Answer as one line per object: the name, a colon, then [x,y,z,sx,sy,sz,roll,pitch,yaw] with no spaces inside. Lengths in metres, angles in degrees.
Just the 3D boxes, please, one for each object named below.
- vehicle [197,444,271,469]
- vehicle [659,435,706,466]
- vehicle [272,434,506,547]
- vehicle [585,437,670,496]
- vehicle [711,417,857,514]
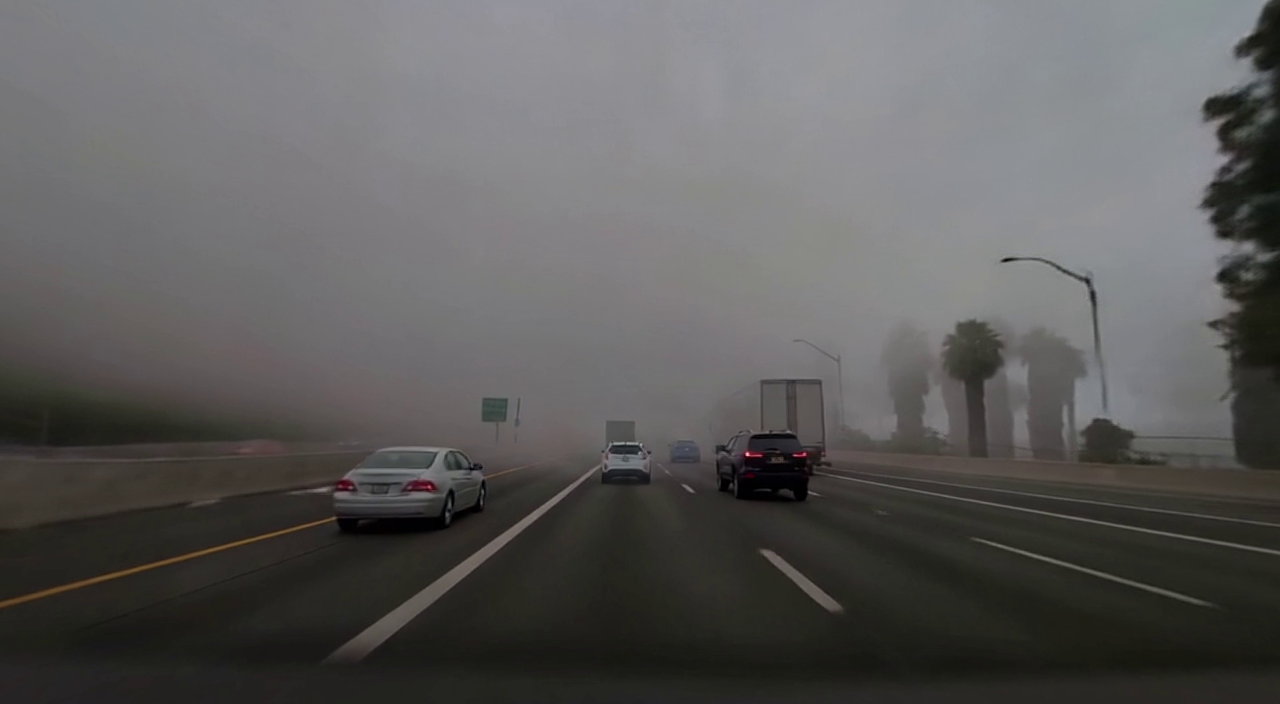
vehicle: [-26.379,6.762,41.073,1.883,1.473,4.766,0,-8,-3]
vehicle: [2.625,6.295,40.432,2.476,1.843,5.652,0,-8,-2]
vehicle: [-3.681,2.095,10.297,1.998,1.423,4.436,0,-8,0]
vehicle: [-0.339,3.197,17.959,2.136,1.470,3.971,0,-8,-1]
vehicle: [3.073,2.550,14.588,2.173,1.870,4.499,0,-8,-2]
